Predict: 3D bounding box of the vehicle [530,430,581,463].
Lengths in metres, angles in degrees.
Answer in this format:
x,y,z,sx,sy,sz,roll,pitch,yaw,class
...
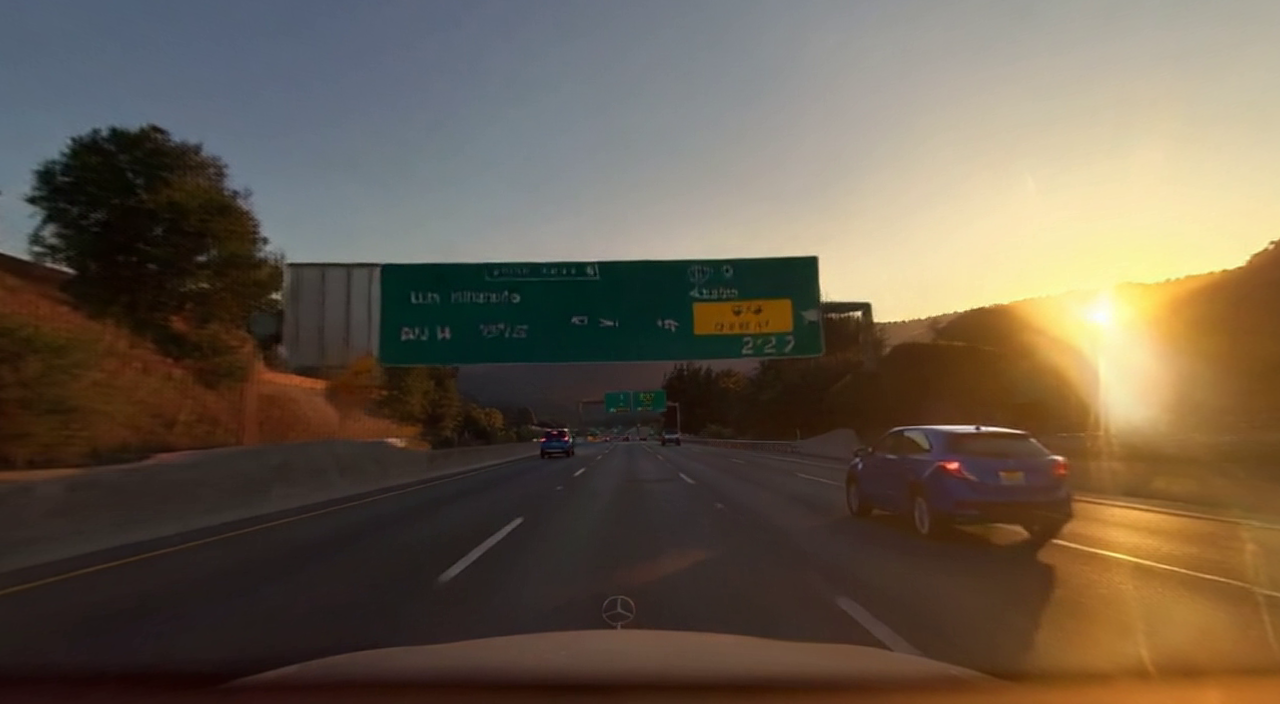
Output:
x,y,z,sx,sy,sz,roll,pitch,yaw,class
-4.087,4.639,31.100,2.032,1.465,4.316,0,-8,-1,vehicle

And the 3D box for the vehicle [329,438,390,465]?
x,y,z,sx,sy,sz,roll,pitch,yaw,class
-17.077,6.051,38.439,1.821,1.537,4.168,0,-8,-1,vehicle

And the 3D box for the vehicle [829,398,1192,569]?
x,y,z,sx,sy,sz,roll,pitch,yaw,class
4.088,1.494,7.948,2.011,1.576,4.060,0,-8,-2,vehicle
